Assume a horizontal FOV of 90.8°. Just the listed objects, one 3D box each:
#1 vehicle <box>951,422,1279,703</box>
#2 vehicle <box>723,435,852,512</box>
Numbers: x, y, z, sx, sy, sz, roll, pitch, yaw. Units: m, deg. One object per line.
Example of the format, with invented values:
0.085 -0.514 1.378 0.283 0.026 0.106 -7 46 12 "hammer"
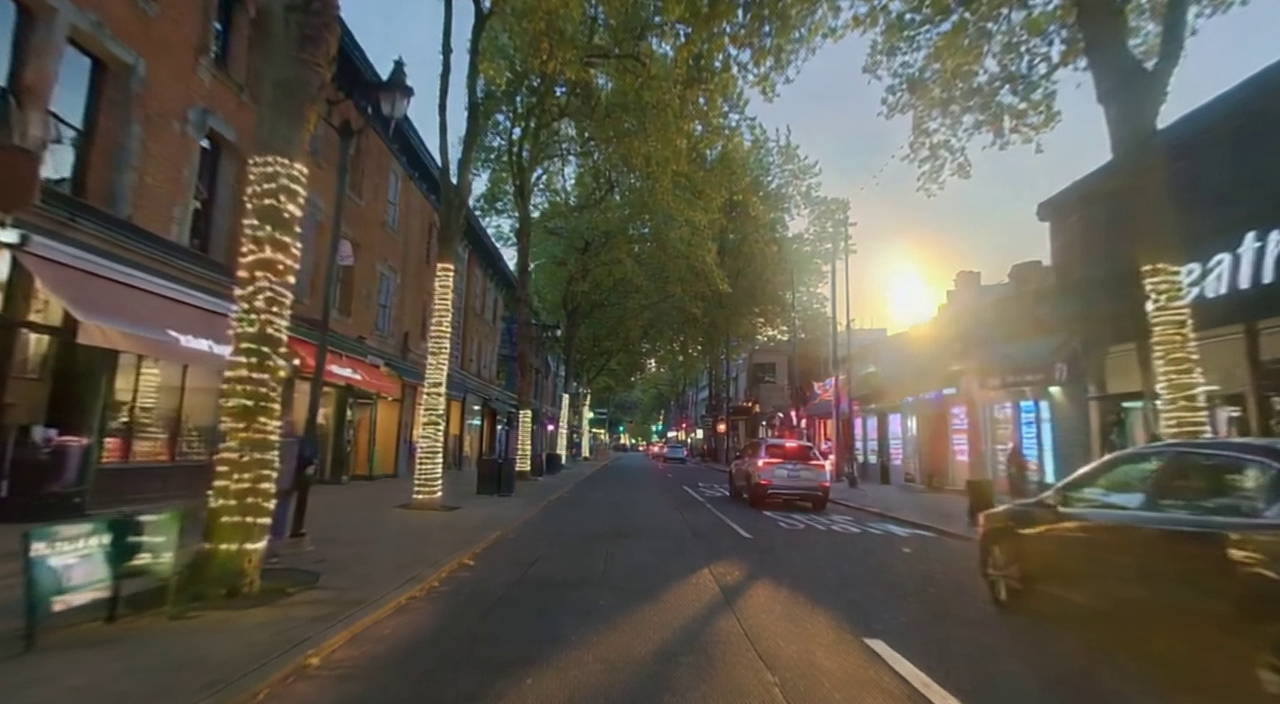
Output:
4.001 1.181 3.722 1.977 1.478 4.458 0 -8 -1 "vehicle"
3.328 2.820 15.216 1.971 1.559 4.326 0 -8 -1 "vehicle"
